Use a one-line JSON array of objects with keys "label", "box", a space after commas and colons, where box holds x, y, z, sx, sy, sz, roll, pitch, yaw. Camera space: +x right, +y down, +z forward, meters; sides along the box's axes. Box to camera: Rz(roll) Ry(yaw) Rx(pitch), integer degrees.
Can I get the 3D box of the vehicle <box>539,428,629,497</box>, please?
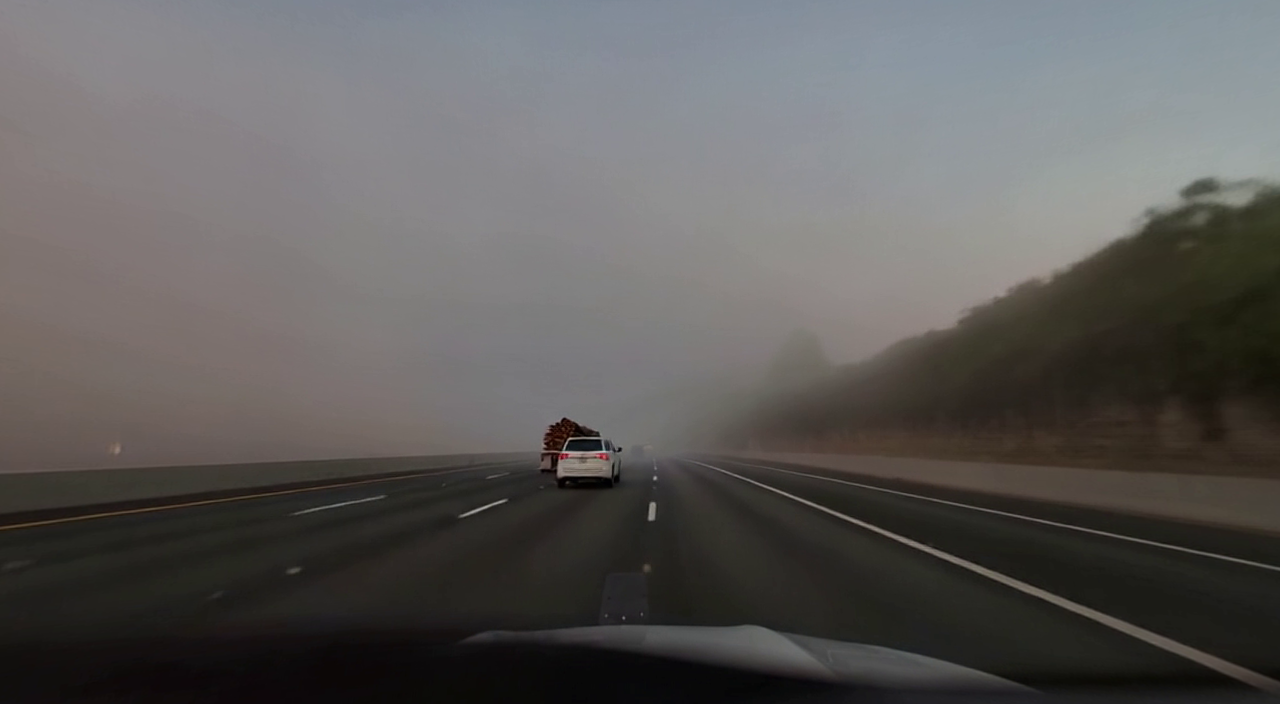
[{"label": "vehicle", "box": [-1.516, 3.233, 18.835, 2.114, 1.787, 4.365, -1, -8, 2]}]
